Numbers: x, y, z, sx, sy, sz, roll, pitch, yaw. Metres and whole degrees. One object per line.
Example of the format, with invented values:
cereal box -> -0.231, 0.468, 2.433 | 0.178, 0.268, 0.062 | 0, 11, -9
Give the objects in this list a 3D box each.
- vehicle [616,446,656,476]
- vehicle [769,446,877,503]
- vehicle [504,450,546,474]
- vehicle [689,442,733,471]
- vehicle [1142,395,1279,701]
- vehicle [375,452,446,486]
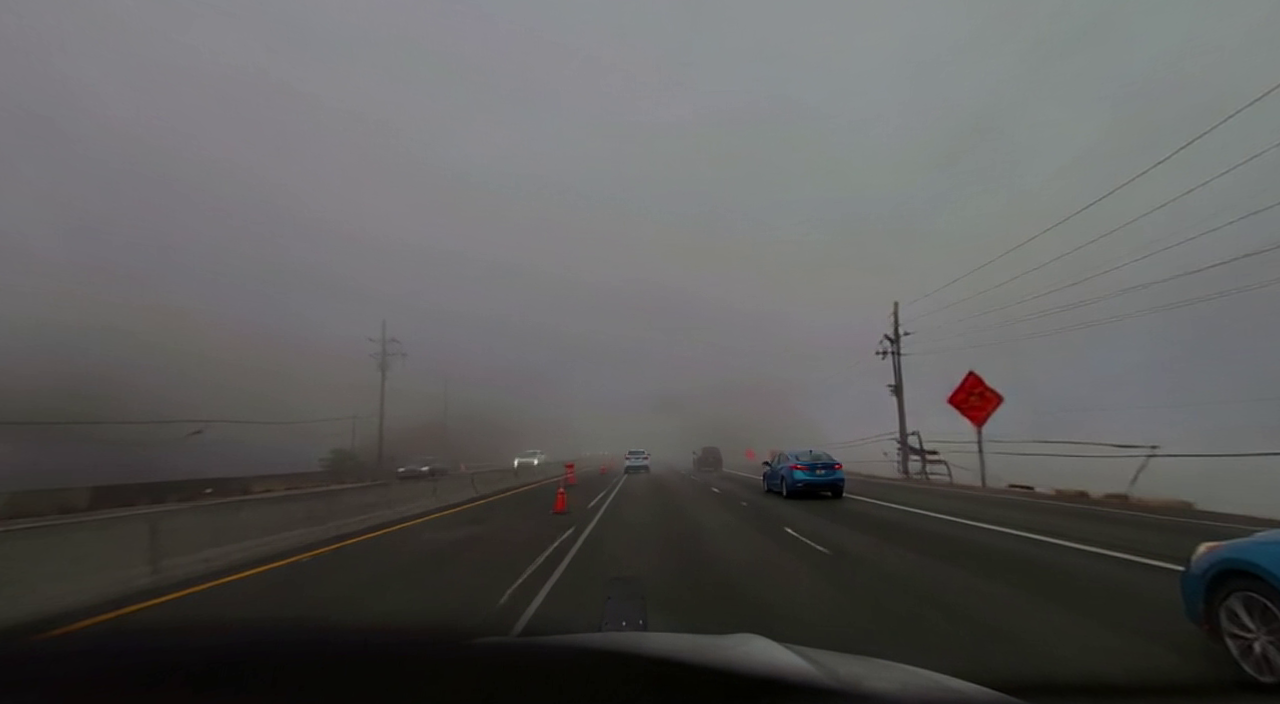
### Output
vehicle -> -0.198, 6.069, 35.438 | 2.096, 1.583, 4.150 | 0, -8, 0
vehicle -> 5.083, 3.422, 18.120 | 1.881, 1.409, 4.016 | 0, -8, 0
vehicle -> -7.926, 7.599, 43.746 | 1.856, 1.539, 4.679 | -1, -8, 2
vehicle -> 5.059, 7.480, 45.530 | 2.559, 1.943, 5.610 | 0, -8, 1
vehicle -> 4.289, 0.795, 1.791 | 1.997, 1.568, 4.529 | 0, -8, 1
vehicle -> -11.866, 6.051, 32.977 | 2.129, 1.471, 4.192 | -3, -8, 1
